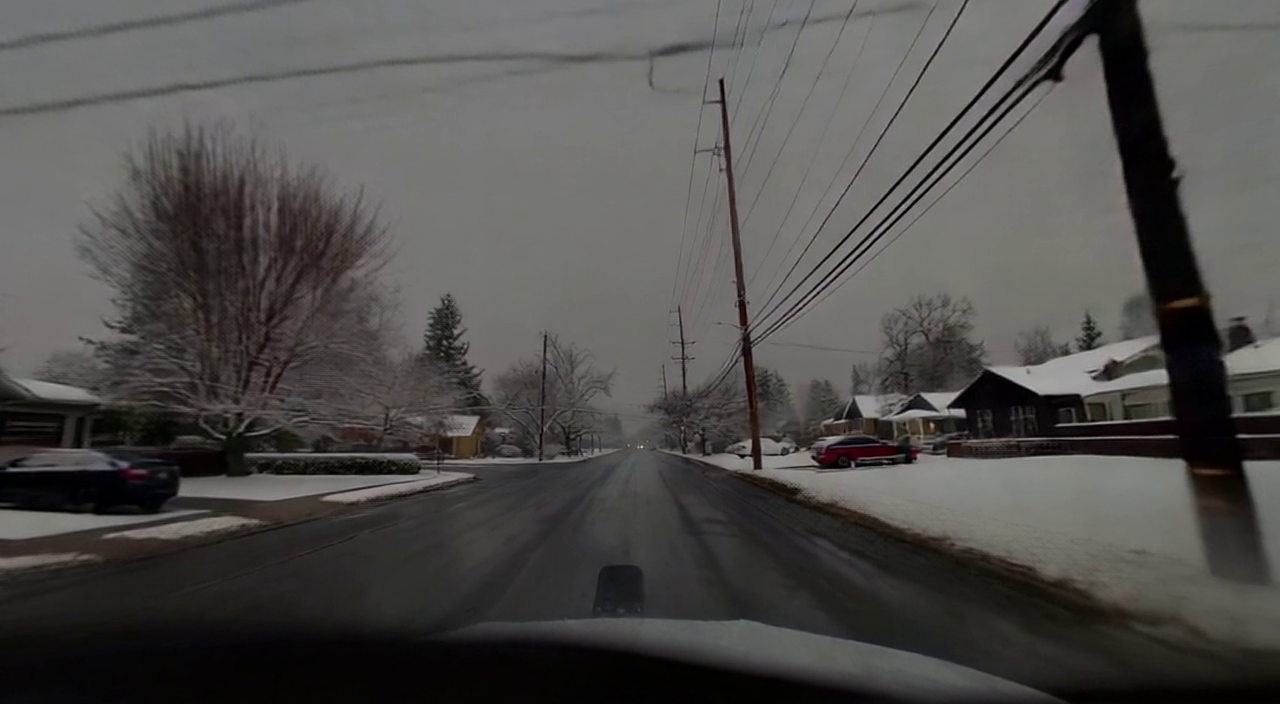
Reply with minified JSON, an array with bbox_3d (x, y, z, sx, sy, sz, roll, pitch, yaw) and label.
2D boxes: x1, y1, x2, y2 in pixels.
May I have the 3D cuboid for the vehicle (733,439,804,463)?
[{"bbox_3d":[9.599,7.385,47.419,4.846,1.577,2.146,-2,-8,0],"label":"vehicle"}]

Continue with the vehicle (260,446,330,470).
[{"bbox_3d":[-27.088,8.315,49.647,4.360,1.582,1.920,-2,-8,-2],"label":"vehicle"}]

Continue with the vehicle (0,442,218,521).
[{"bbox_3d":[-12.574,2.799,14.070,4.893,1.567,2.105,0,-8,4],"label":"vehicle"}]

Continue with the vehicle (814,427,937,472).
[{"bbox_3d":[10.409,4.340,28.298,4.686,1.786,2.019,-3,-8,6],"label":"vehicle"}]
